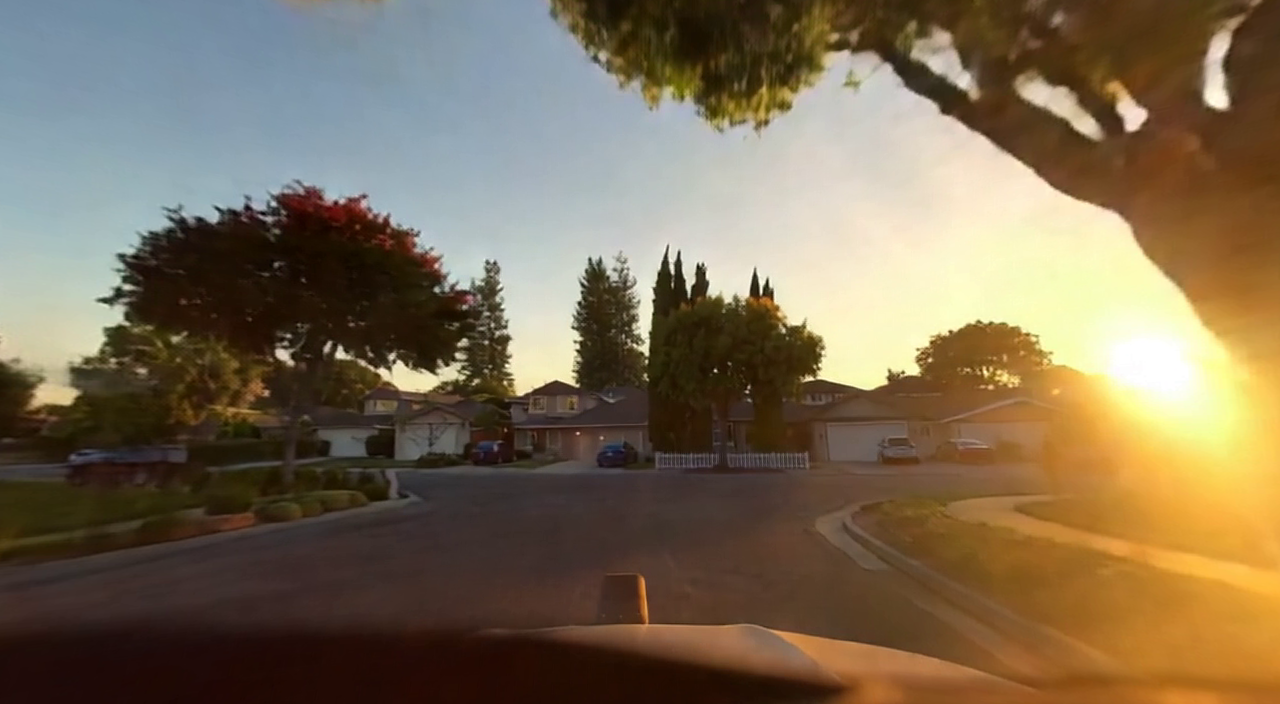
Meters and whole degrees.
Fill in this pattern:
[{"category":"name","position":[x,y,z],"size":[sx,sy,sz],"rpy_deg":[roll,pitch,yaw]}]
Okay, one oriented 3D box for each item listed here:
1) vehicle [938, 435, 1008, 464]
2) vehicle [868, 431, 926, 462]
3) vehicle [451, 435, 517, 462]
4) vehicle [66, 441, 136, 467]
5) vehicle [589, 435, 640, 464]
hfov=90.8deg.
[{"category":"vehicle","position":[19.051,5.633,36.382],"size":[1.873,1.556,4.216],"rpy_deg":[-1,-9,3]},{"category":"vehicle","position":[15.245,5.663,37.776],"size":[1.937,1.731,4.179],"rpy_deg":[-1,-9,4]},{"category":"vehicle","position":[-10.459,6.560,42.695],"size":[1.942,1.700,4.478],"rpy_deg":[-4,-10,24]},{"category":"vehicle","position":[-37.485,7.109,43.940],"size":[4.105,1.691,2.003],"rpy_deg":[-4,-10,24]},{"category":"vehicle","position":[-1.495,6.053,39.174],"size":[1.942,1.651,4.655],"rpy_deg":[-2,-9,14]}]
